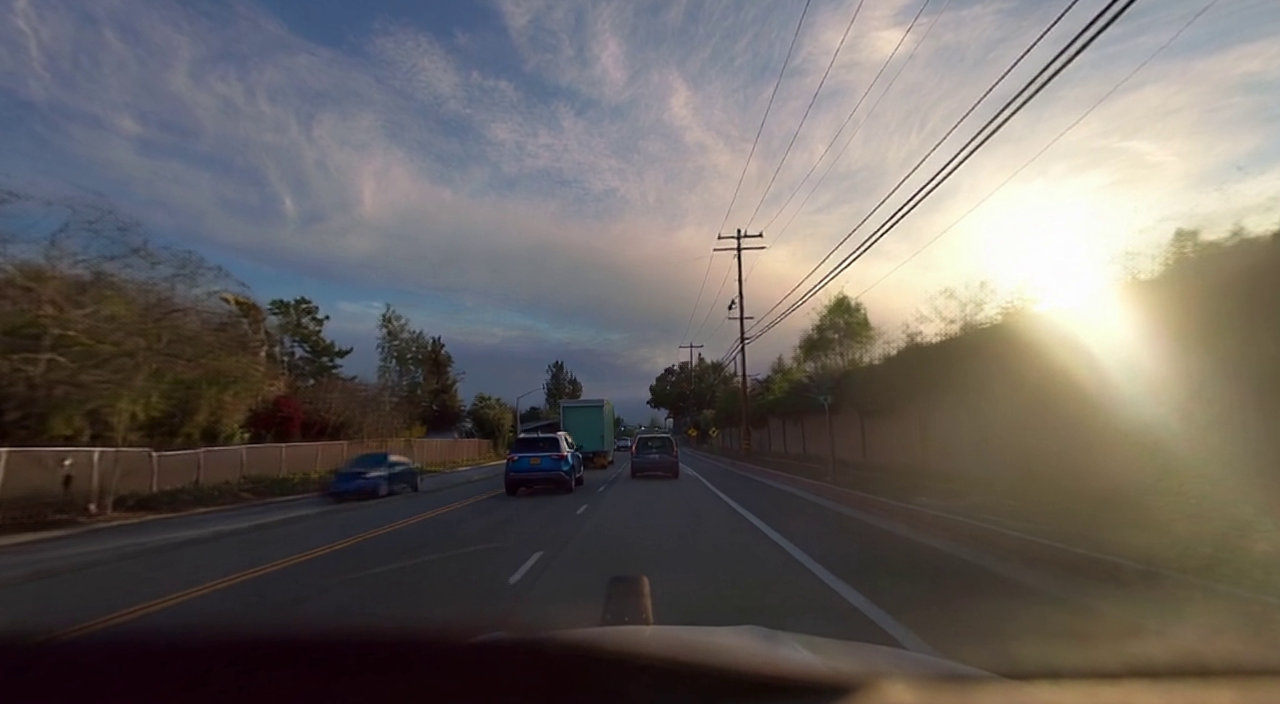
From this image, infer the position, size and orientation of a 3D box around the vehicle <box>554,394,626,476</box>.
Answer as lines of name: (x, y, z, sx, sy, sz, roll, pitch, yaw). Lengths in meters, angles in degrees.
vehicle: (-2.394, 4.592, 34.124, 2.928, 3.658, 10.953, 0, -9, 0)

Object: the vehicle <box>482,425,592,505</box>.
vehicle: (-2.591, 3.001, 17.093, 2.093, 1.832, 4.508, -1, -9, 2)

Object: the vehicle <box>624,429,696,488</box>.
vehicle: (0.627, 3.532, 21.053, 2.174, 1.749, 4.113, -1, -9, 1)

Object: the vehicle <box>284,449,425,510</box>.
vehicle: (-8.239, 3.693, 18.729, 2.081, 1.568, 4.265, -1, -9, 1)
